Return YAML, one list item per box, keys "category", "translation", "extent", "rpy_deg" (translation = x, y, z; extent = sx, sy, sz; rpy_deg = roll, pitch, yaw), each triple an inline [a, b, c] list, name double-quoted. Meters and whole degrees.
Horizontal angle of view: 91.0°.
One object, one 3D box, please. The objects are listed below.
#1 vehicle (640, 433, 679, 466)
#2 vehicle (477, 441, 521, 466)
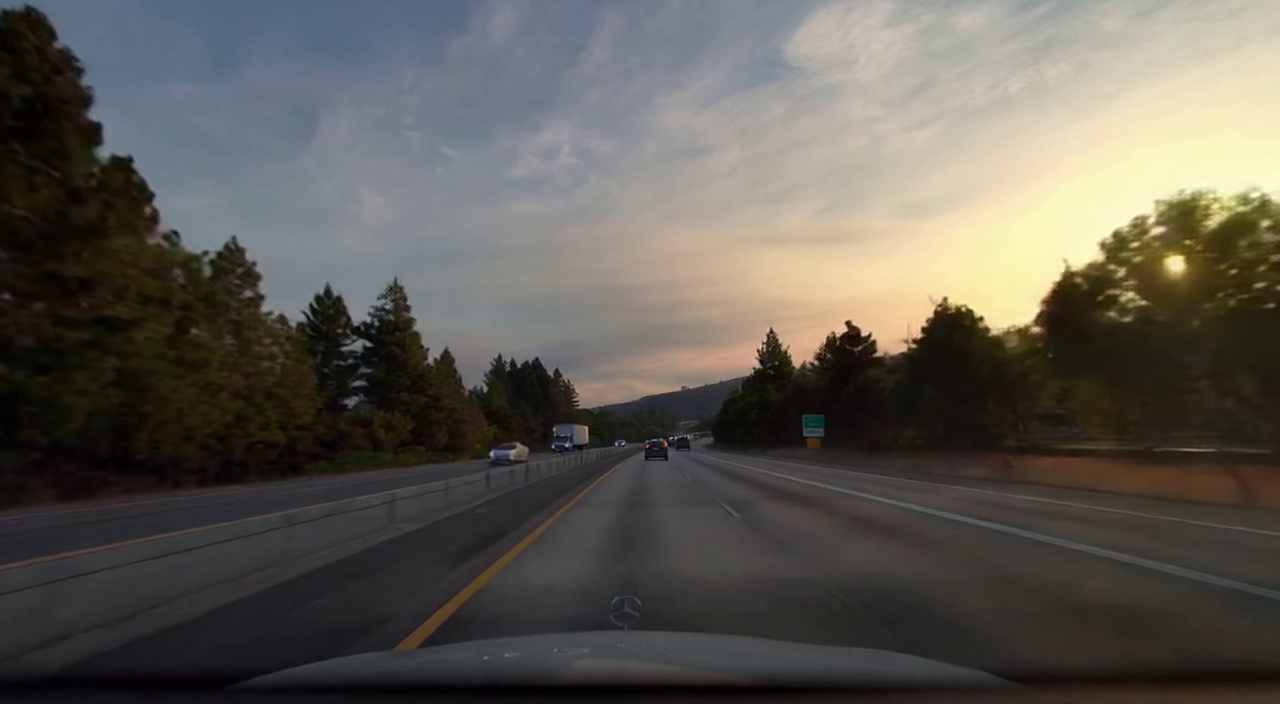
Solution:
- category: "vehicle"
  translation: [1.206, 6.054, 39.268]
  extent: [2.301, 1.944, 4.554]
  rpy_deg: [0, -8, 2]
- category: "vehicle"
  translation: [-9.283, 6.703, 41.748]
  extent: [1.850, 1.523, 4.054]
  rpy_deg: [0, -8, 1]
